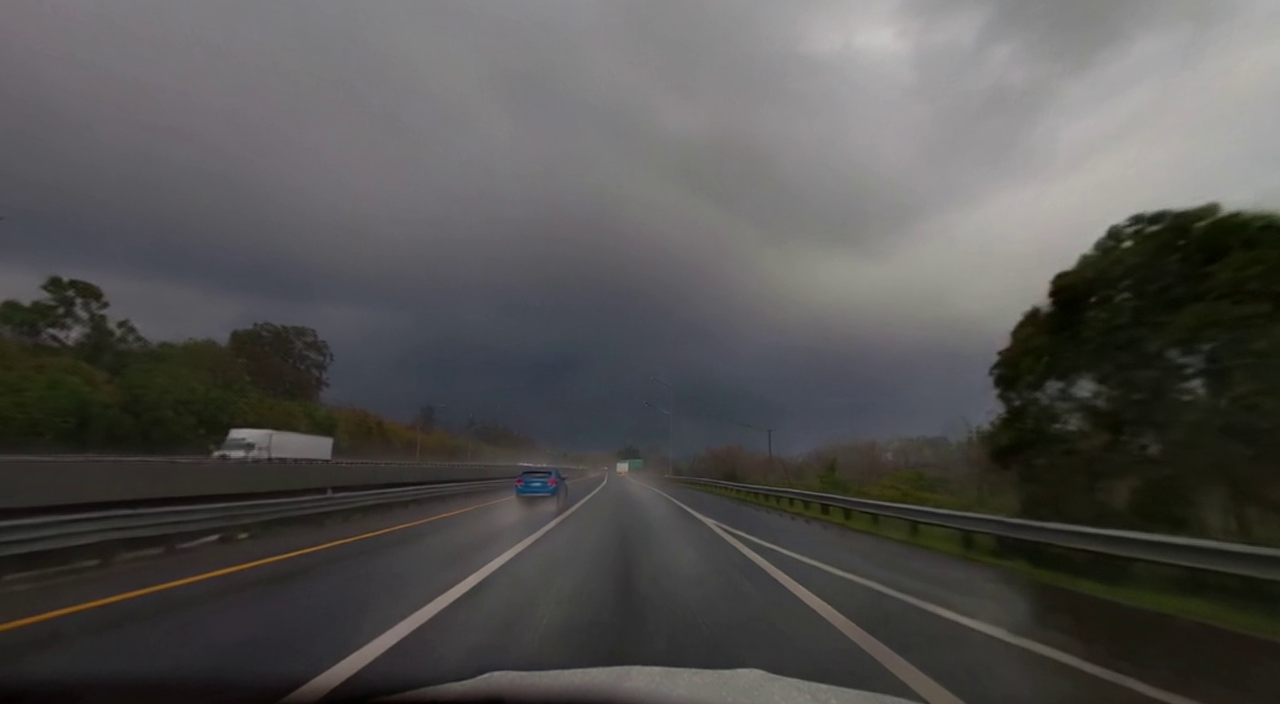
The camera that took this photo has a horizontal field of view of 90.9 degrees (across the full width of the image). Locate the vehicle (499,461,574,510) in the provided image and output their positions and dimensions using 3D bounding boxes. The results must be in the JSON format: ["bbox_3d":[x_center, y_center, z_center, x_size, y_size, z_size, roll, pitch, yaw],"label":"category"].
[{"bbox_3d":[-3.592,4.739,22.696,1.967,1.556,4.364,1,-10,0],"label":"vehicle"}]

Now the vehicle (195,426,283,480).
[{"bbox_3d":[-30.478,7.779,48.221,2.915,3.769,5.891,1,-10,-4],"label":"vehicle"}]
